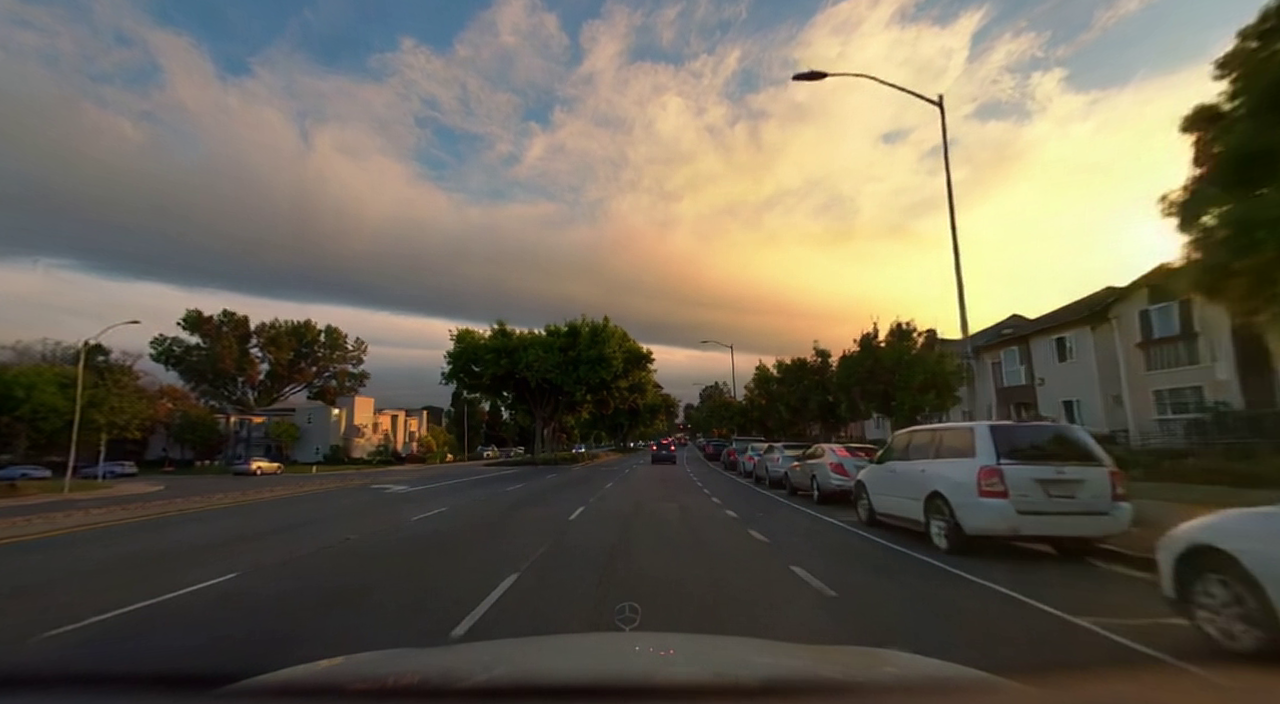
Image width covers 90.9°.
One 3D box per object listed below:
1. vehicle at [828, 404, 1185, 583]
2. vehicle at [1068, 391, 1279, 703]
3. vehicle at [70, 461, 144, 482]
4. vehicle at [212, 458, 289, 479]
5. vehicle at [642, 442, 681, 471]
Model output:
[{"bbox_3d":[4.335,1.740,8.606,1.973,1.749,4.608,0,-9,-2],"label":"vehicle"},{"bbox_3d":[4.280,0.883,2.399,1.949,1.616,4.805,0,-9,1],"label":"vehicle"},{"bbox_3d":[-41.102,9.179,48.611,4.292,1.497,1.883,-2,-9,8],"label":"vehicle"},{"bbox_3d":[-29.609,8.826,48.011,4.591,1.468,1.805,1,-9,-9],"label":"vehicle"},{"bbox_3d":[1.183,5.742,34.794,2.011,1.480,4.170,-1,-9,2],"label":"vehicle"}]
